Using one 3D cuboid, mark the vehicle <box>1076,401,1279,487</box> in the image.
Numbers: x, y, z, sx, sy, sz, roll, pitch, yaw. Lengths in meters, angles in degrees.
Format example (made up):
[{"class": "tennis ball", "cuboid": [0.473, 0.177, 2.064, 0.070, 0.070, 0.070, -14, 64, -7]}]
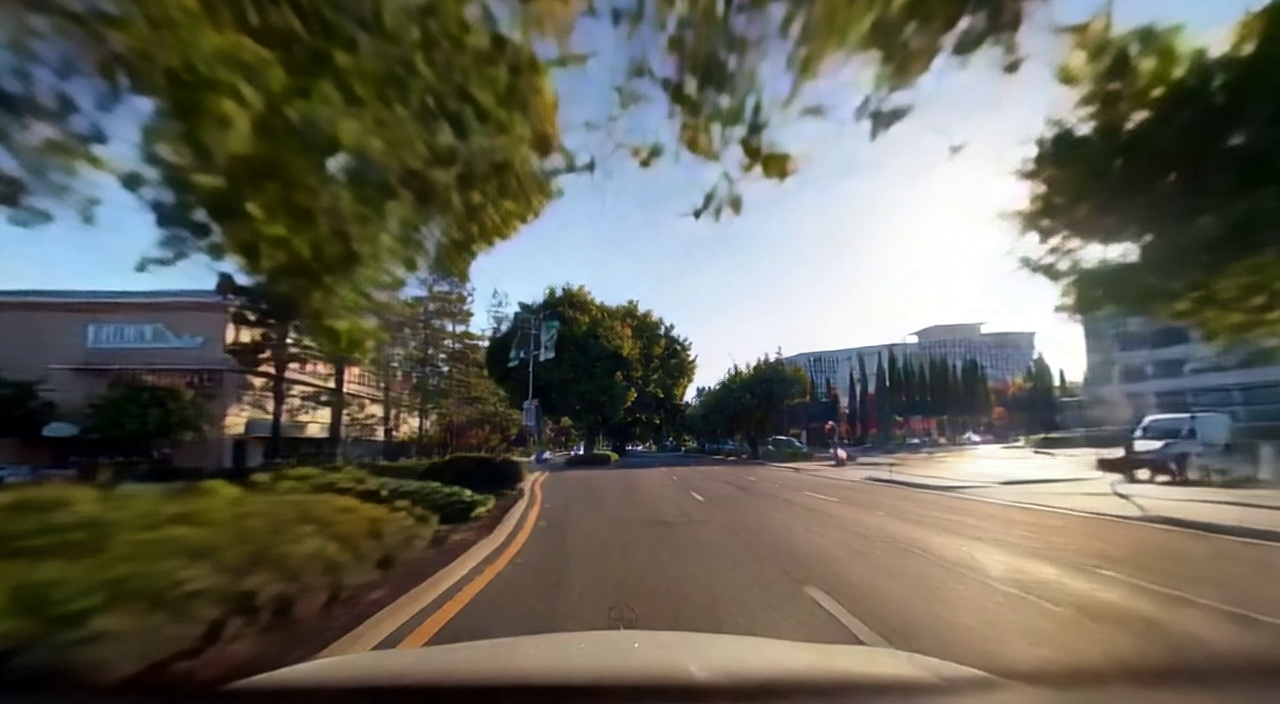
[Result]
[{"class": "vehicle", "cuboid": [22.076, 3.578, 24.736, 7.634, 3.061, 2.777, -1, -8, 0]}]
